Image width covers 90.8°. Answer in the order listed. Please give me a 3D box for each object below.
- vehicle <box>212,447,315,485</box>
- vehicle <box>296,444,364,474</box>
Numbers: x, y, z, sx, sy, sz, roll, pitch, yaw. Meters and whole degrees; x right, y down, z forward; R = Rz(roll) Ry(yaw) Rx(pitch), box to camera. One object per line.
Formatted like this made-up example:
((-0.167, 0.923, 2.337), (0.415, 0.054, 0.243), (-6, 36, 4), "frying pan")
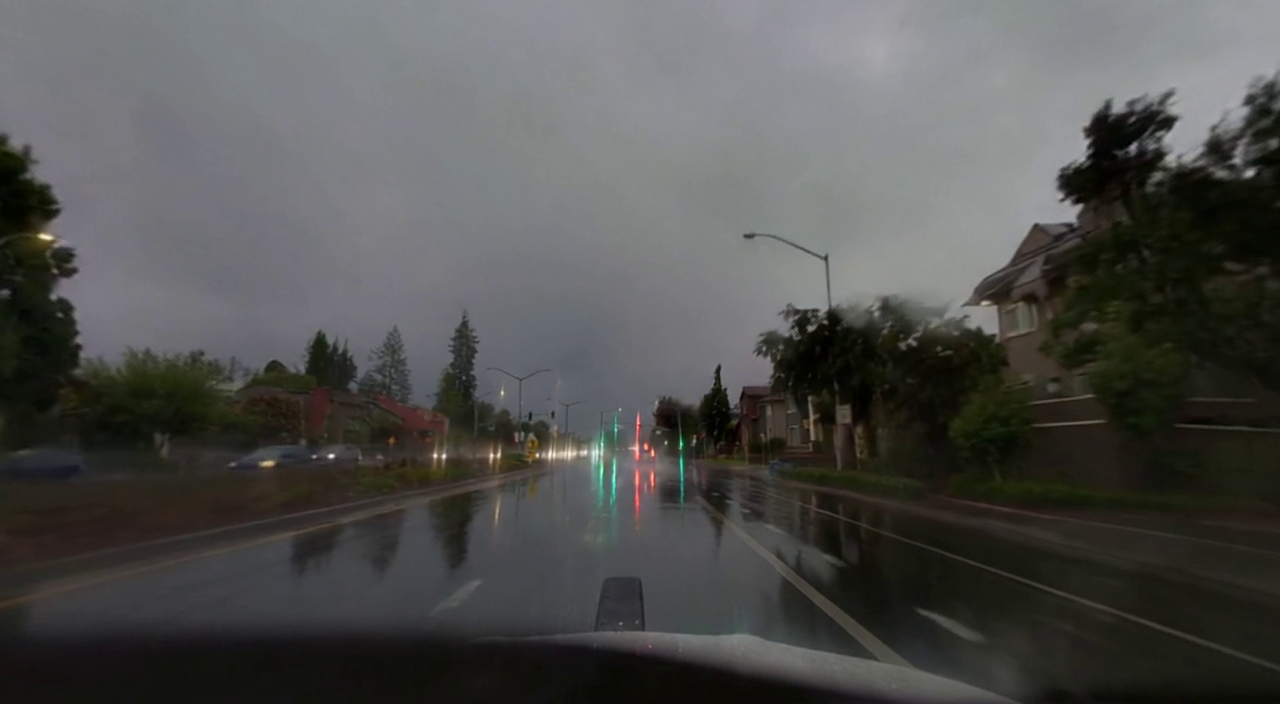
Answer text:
((-16.144, 4.884, 27.354), (1.773, 1.505, 4.280), (0, -9, 0), "vehicle")
((-20.010, 6.902, 41.037), (1.984, 1.790, 4.830), (0, -9, -1), "vehicle")
